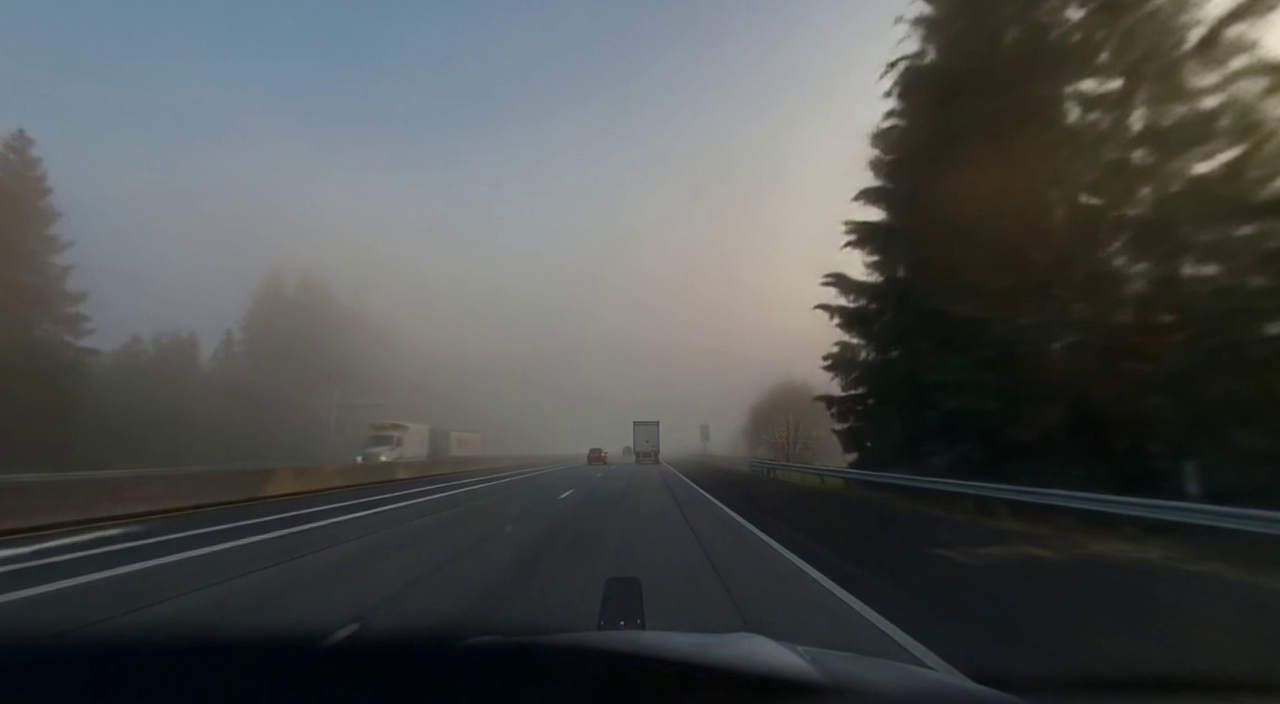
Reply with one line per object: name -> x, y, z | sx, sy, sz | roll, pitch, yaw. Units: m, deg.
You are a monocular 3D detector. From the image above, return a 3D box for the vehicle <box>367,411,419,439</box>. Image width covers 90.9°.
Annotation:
vehicle -> -17.134, 5.139, 44.000 | 1.866, 1.761, 4.683 | -2, -8, -1

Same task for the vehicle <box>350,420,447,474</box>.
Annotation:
vehicle -> -17.277, 6.950, 46.184 | 3.018, 3.494, 10.321 | 0, -9, 0
